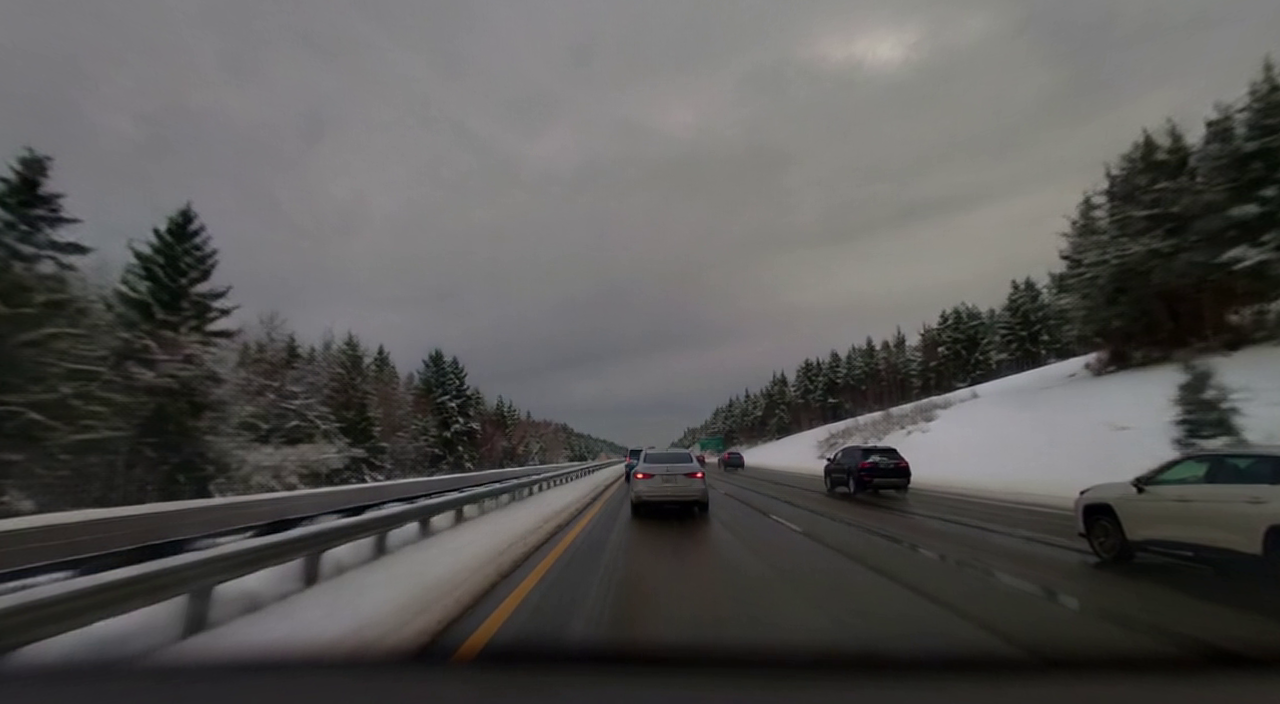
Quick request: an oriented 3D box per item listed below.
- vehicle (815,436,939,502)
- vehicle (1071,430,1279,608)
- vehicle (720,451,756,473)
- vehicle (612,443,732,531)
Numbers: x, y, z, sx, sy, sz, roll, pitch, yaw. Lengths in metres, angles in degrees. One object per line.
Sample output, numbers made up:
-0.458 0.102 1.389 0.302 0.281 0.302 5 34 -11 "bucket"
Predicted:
6.802 3.400 18.660 1.980 1.702 4.235 0 -9 0 "vehicle"
6.359 1.466 5.729 1.965 1.484 4.090 0 -9 0 "vehicle"
6.825 7.669 44.238 1.921 1.451 3.841 0 -9 0 "vehicle"
0.563 2.645 12.855 2.076 1.485 3.774 0 -9 0 "vehicle"
